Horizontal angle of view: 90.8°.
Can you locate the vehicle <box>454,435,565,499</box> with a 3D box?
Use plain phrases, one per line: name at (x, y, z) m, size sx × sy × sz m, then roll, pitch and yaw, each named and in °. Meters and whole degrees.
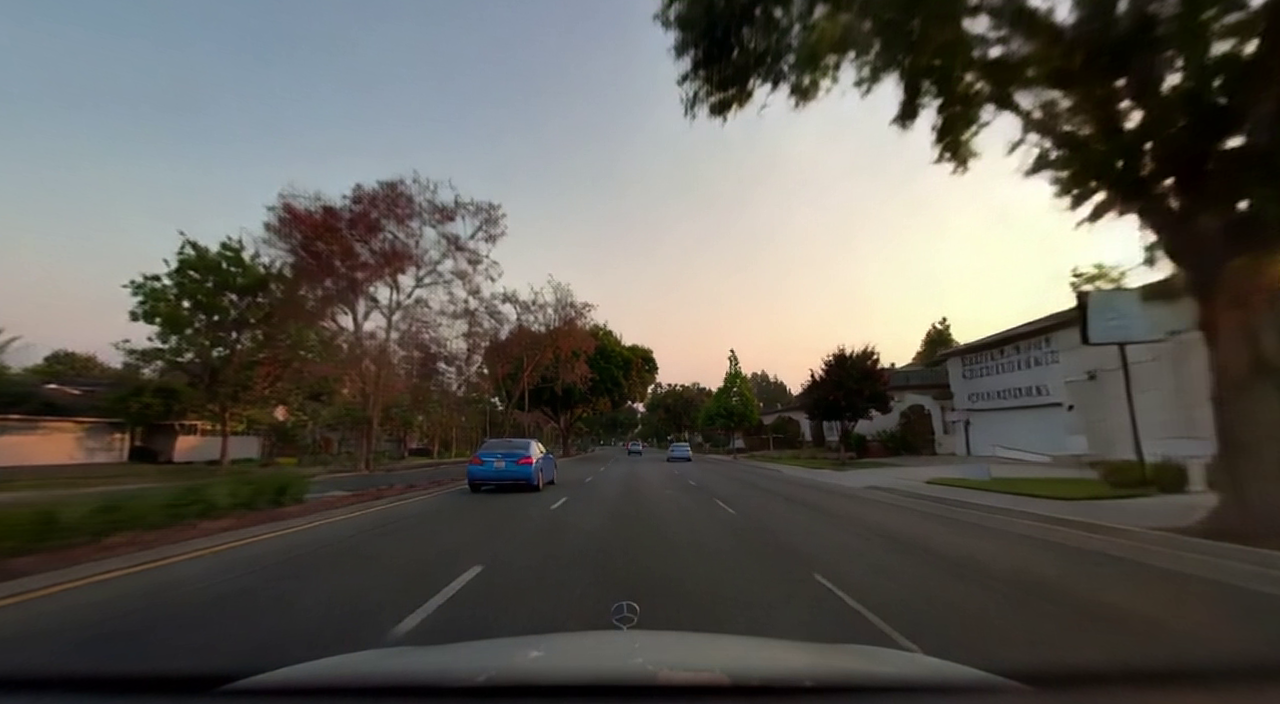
vehicle at (-3.293, 2.985, 16.829) m, size 2.005 × 1.477 × 4.169 m, roll 0°, pitch -8°, yaw 1°
